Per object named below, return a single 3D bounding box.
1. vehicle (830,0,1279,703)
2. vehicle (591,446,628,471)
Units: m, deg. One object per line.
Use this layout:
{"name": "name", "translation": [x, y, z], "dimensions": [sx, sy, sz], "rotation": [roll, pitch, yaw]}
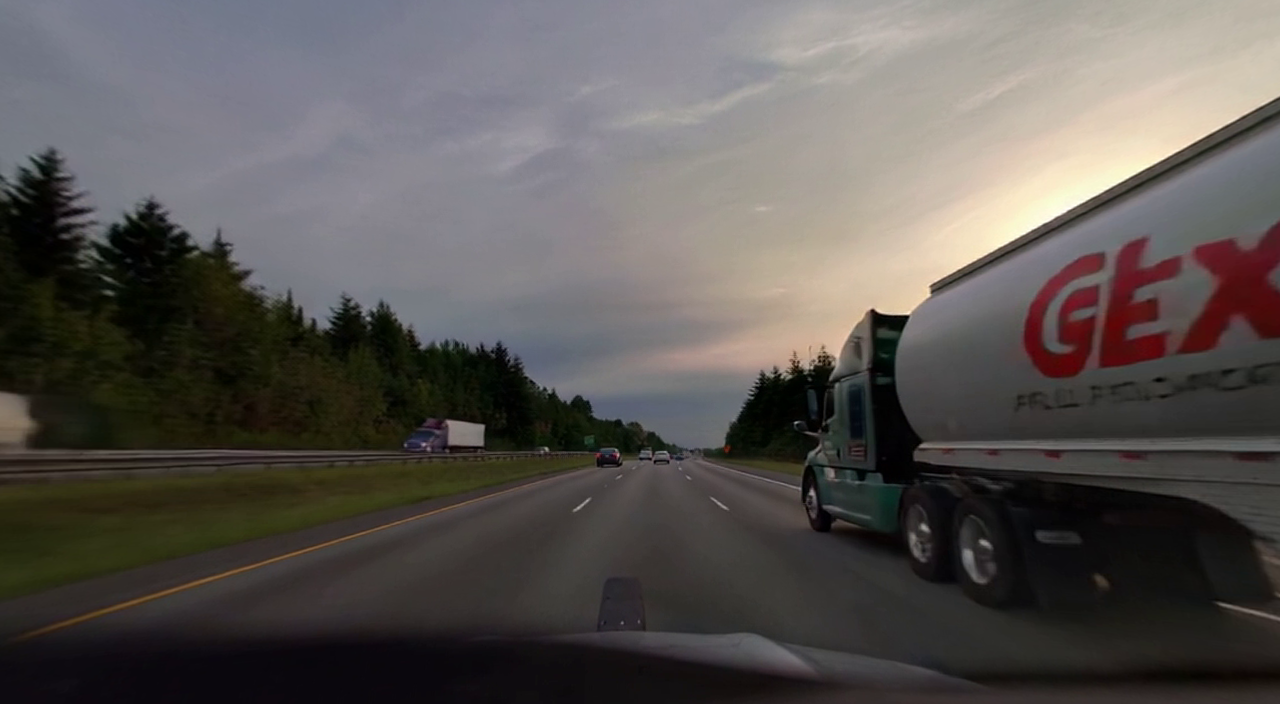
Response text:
{"name": "vehicle", "translation": [4.058, -0.496, 0.992], "dimensions": [3.057, 3.993, 13.914], "rotation": [0, -9, -1]}
{"name": "vehicle", "translation": [-2.109, 7.647, 45.351], "dimensions": [2.205, 1.728, 4.397], "rotation": [-1, -9, 3]}
